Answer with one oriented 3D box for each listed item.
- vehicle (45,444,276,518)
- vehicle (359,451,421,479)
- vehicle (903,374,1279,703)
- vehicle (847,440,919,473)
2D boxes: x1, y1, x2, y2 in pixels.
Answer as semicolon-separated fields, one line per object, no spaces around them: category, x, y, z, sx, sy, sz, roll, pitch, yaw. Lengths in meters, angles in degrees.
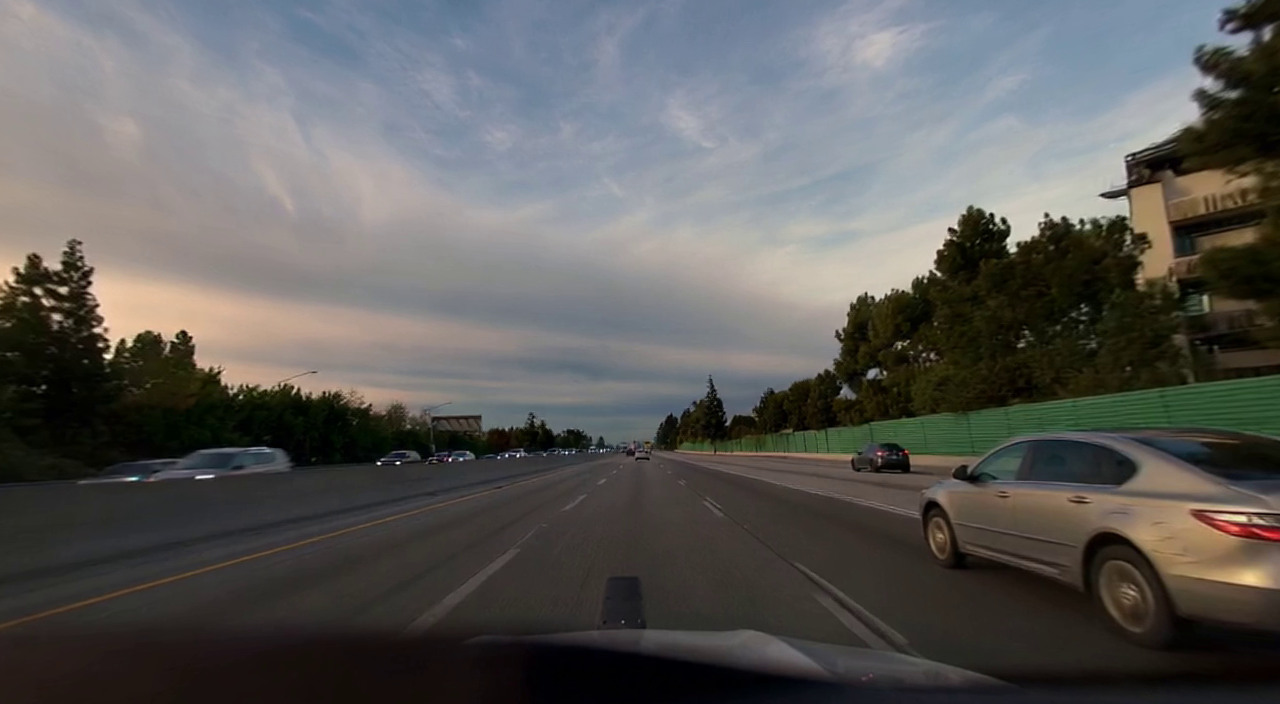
vehicle;-10.856;2.924;14.814;1.910;1.457;4.452;0;-9;0
vehicle;-15.619;7.029;39.605;1.896;1.625;4.723;0;-9;1
vehicle;3.777;1.190;4.528;1.930;1.628;4.099;0;-9;-1
vehicle;12.673;5.463;33.159;2.163;1.596;3.997;0;-9;-1
